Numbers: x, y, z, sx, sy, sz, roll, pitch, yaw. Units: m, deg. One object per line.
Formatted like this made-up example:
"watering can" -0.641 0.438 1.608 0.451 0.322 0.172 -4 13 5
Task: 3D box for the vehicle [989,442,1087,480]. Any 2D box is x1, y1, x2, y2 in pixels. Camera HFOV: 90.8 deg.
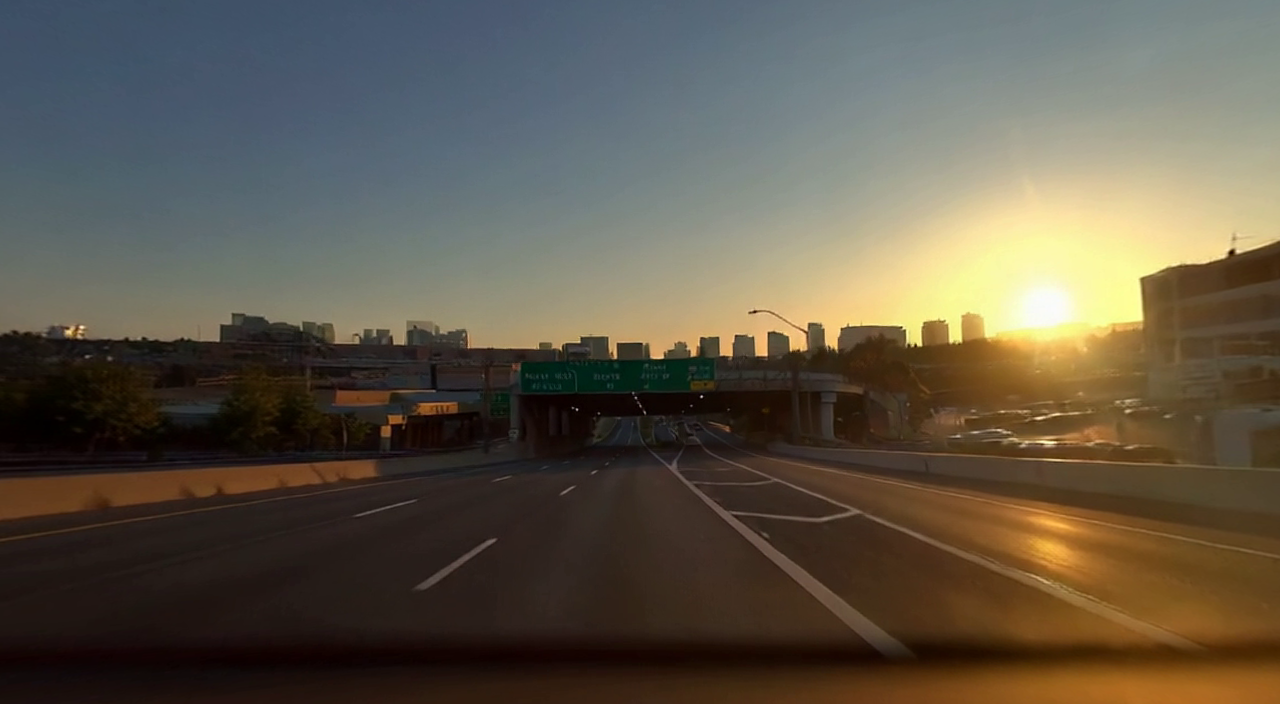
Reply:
"vehicle" 22.515 6.133 36.036 2.013 1.958 5.318 -1 -8 -1
